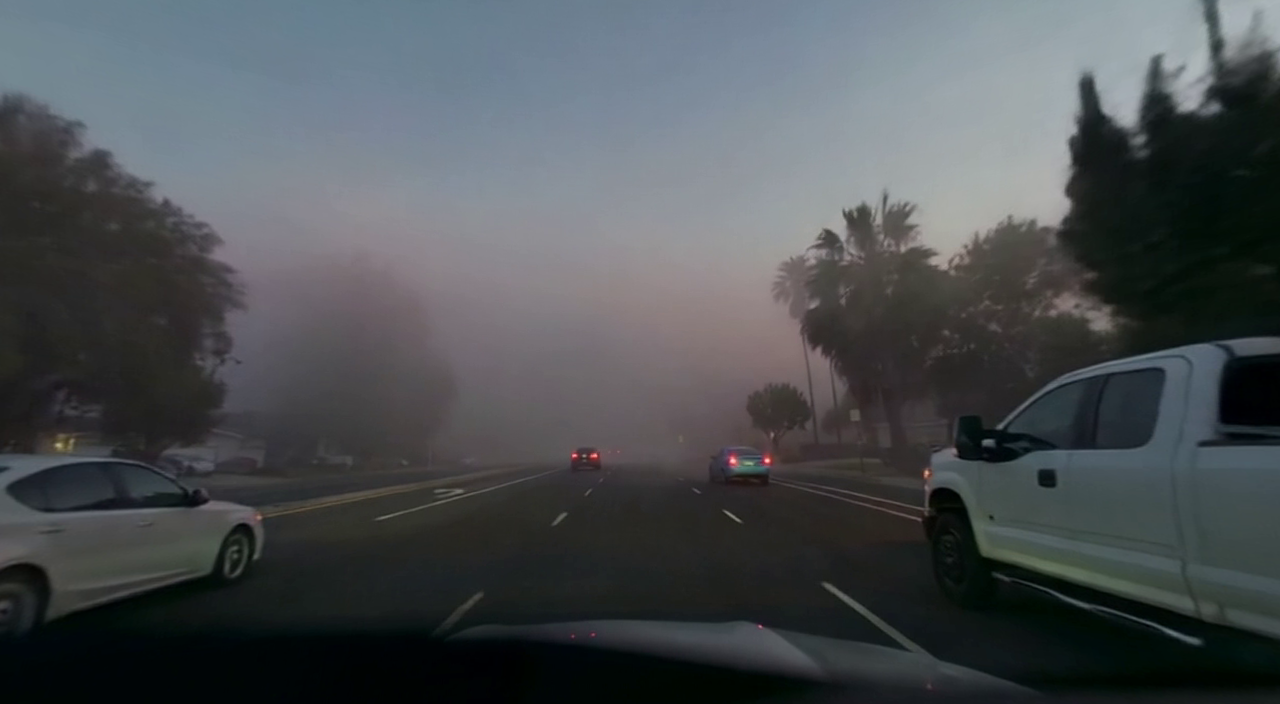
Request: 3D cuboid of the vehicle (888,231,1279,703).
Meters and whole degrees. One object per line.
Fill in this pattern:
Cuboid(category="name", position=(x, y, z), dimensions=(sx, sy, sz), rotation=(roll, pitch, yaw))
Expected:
Cuboid(category="vehicle", position=(3.422, 0.682, 2.611), dimensions=(2.478, 2.030, 5.723), rotation=(0, -8, 0))

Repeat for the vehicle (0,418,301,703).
Cuboid(category="vehicle", position=(-4.473, 1.264, 4.352), dimensions=(2.094, 1.509, 4.286), rotation=(0, -8, -4))

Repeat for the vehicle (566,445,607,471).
Cuboid(category="vehicle", position=(-3.399, 6.817, 40.963), dimensions=(2.263, 1.548, 4.555), rotation=(0, -8, 0))

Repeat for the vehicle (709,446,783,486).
Cuboid(category="vehicle", position=(4.122, 4.528, 25.526), dimensions=(2.149, 1.421, 4.805), rotation=(0, -8, 0))
